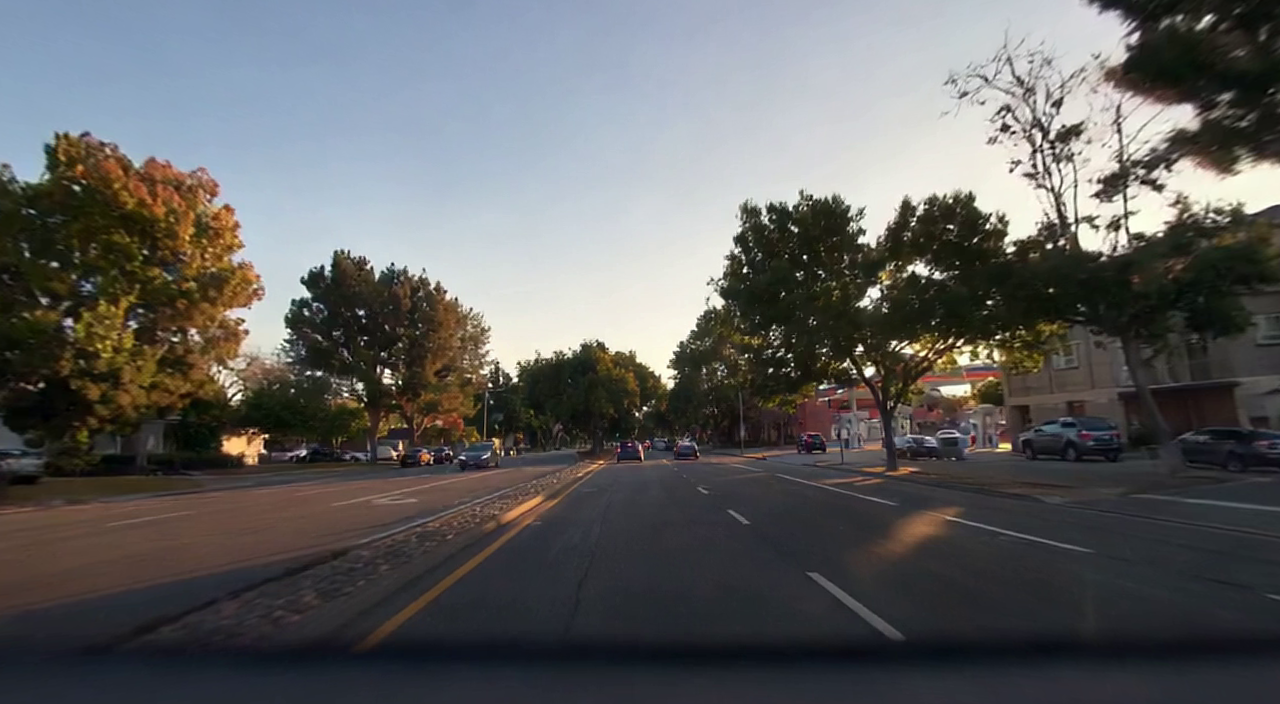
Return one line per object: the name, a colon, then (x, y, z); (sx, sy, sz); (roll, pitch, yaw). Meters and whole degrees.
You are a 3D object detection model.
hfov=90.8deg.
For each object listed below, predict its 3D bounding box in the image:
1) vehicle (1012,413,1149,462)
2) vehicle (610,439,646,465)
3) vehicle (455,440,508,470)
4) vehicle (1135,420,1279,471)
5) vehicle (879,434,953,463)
vehicle: (19.573, 3.878, 28.478); (2.266, 1.973, 5.443); (0, -9, 1)
vehicle: (-0.724, 6.106, 38.596); (2.052, 1.488, 3.779); (0, -9, -1)
vehicle: (-9.361, 6.130, 37.669); (2.121, 1.677, 4.324); (0, -9, -1)
vehicle: (19.474, 3.110, 21.404); (1.859, 1.493, 4.332); (-2, -7, 0)
vehicle: (15.033, 5.286, 34.709); (2.001, 1.479, 4.696); (0, -9, 1)
